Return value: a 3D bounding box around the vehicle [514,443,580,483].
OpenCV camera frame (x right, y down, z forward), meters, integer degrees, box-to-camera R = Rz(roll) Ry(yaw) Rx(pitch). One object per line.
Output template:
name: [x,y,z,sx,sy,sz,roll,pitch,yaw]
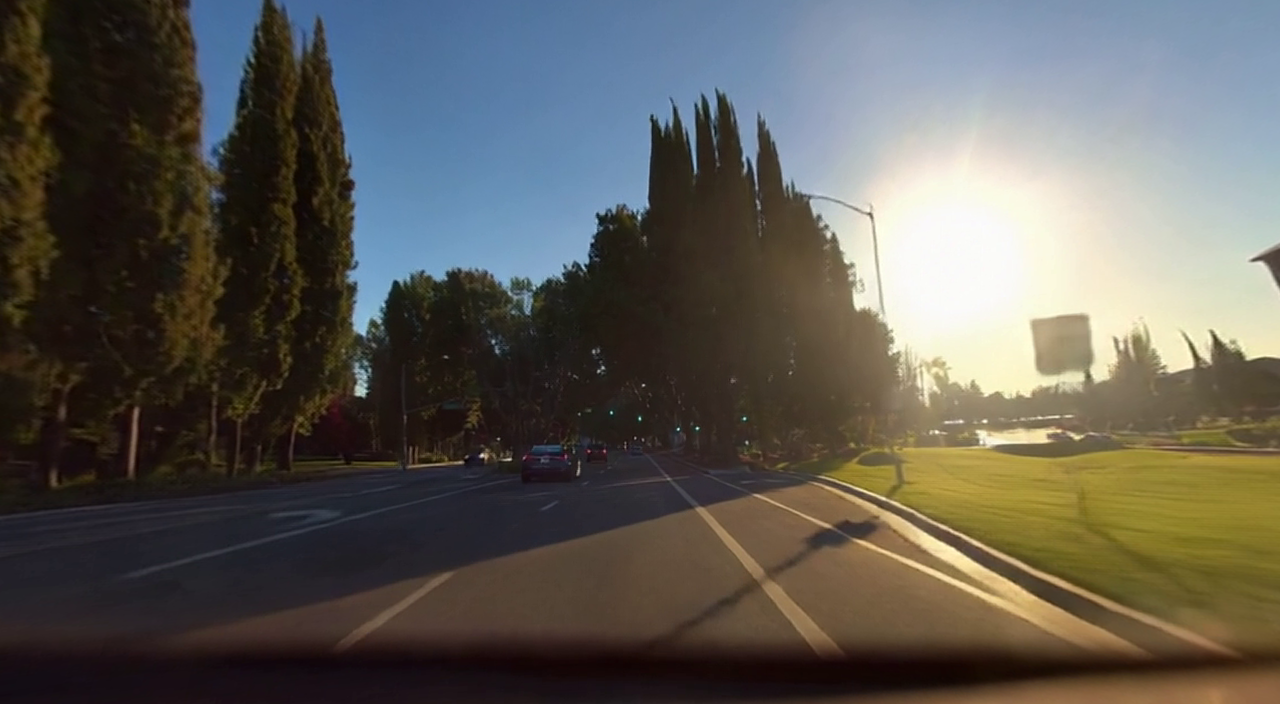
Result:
vehicle: [-3.603,4.357,25.201,1.932,1.431,4.144,0,-9,1]
